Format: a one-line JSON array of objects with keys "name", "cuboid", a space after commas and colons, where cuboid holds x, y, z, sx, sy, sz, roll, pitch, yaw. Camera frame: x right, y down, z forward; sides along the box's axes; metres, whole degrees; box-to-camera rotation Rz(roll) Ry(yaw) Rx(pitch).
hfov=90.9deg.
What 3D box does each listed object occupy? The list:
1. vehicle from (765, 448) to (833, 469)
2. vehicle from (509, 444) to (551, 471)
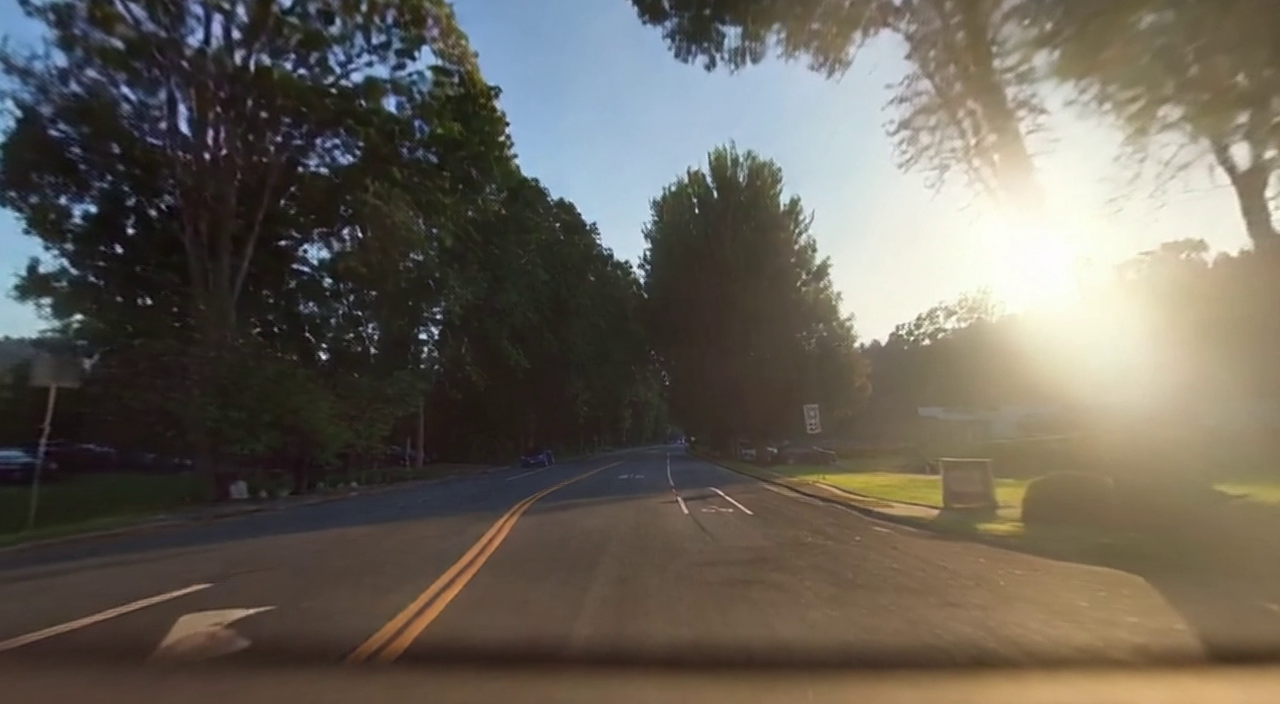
[{"name": "vehicle", "cuboid": [11.441, 7.658, 45.492, 4.460, 1.456, 1.804, 0, -9, 3]}, {"name": "vehicle", "cuboid": [-8.068, 7.784, 46.692, 2.142, 1.723, 4.275, -3, -8, 2]}]
